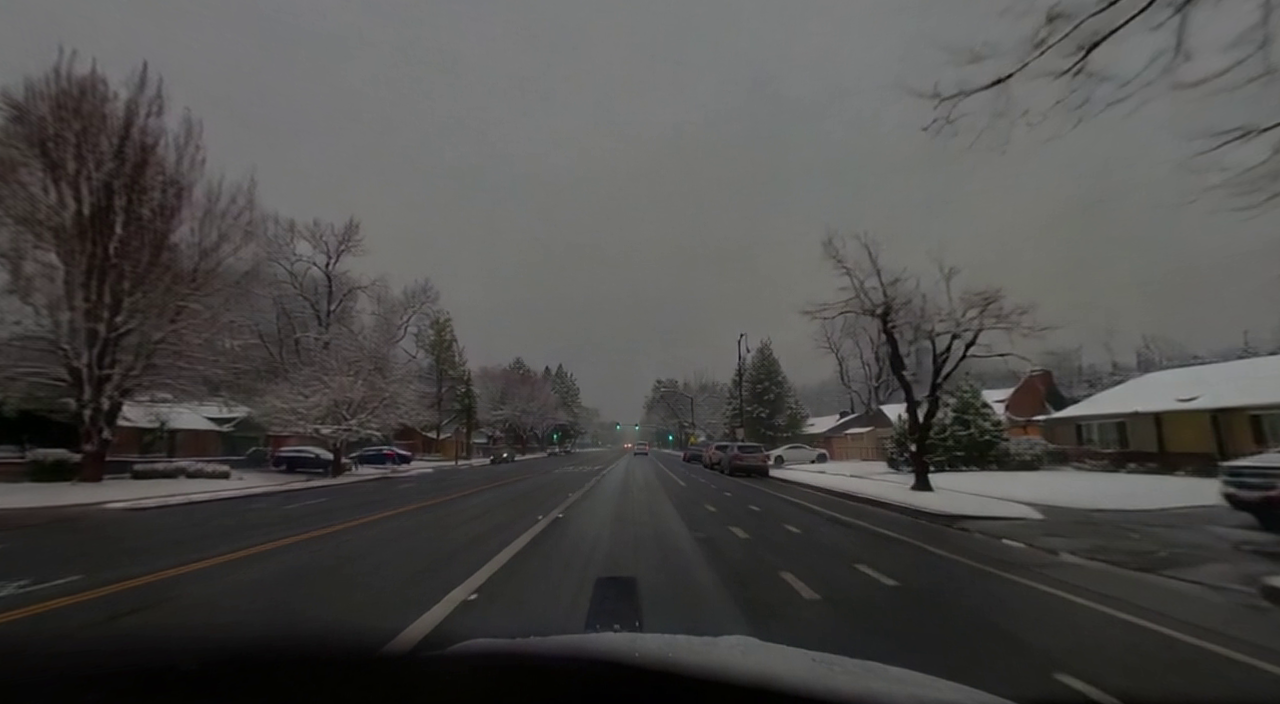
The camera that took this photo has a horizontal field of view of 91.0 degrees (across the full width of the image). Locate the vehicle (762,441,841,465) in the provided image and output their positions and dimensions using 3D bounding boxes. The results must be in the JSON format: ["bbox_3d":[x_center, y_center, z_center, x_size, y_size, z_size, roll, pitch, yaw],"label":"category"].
[{"bbox_3d":[11.111,6.976,43.527,4.875,1.609,1.954,0,-9,1],"label":"vehicle"}]

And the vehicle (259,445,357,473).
[{"bbox_3d":[-18.235,5.899,34.728,4.355,1.482,1.794,0,-9,0],"label":"vehicle"}]

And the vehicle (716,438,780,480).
[{"bbox_3d":[5.181,5.210,30.811,2.164,1.729,4.488,4,-9,-1],"label":"vehicle"}]

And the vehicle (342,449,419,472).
[{"bbox_3d":[-17.685,7.398,43.037,4.349,1.457,1.997,1,-8,-2],"label":"vehicle"}]
